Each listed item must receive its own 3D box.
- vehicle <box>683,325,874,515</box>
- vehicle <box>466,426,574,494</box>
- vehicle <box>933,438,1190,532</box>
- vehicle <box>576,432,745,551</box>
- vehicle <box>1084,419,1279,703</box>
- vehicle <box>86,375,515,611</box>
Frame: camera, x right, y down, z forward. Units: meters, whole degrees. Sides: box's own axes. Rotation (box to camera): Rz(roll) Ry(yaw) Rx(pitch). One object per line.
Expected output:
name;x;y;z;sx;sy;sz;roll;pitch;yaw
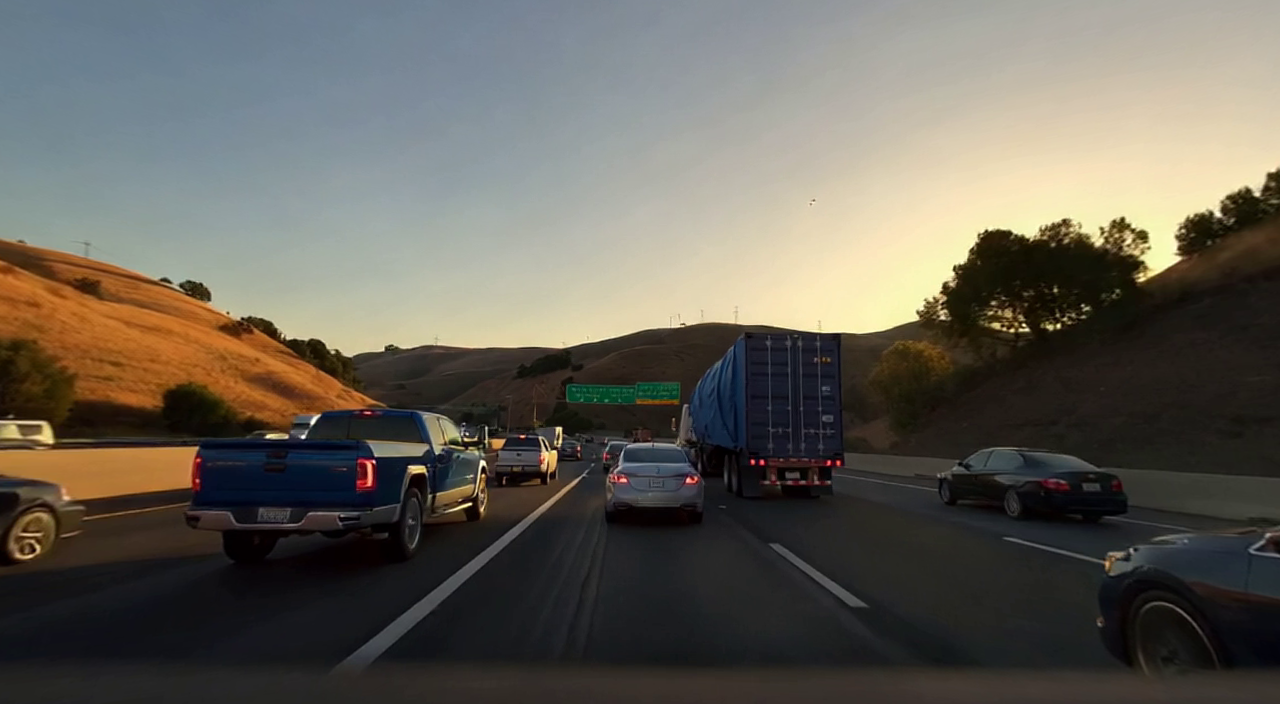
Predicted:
vehicle;3.349;2.222;19.123;2.759;4.098;10.906;0;-8;-3
vehicle;-3.507;3.278;19.547;2.348;1.821;5.061;0;-8;0
vehicle;7.783;2.447;12.298;2.092;1.495;4.194;0;-8;0
vehicle;0.228;2.042;9.947;2.105;1.471;3.978;0;-8;-1
vehicle;3.548;0.794;1.082;2.169;1.447;4.817;0;-8;2
vehicle;-3.281;1.523;7.861;2.318;1.902;5.374;0;-8;0
